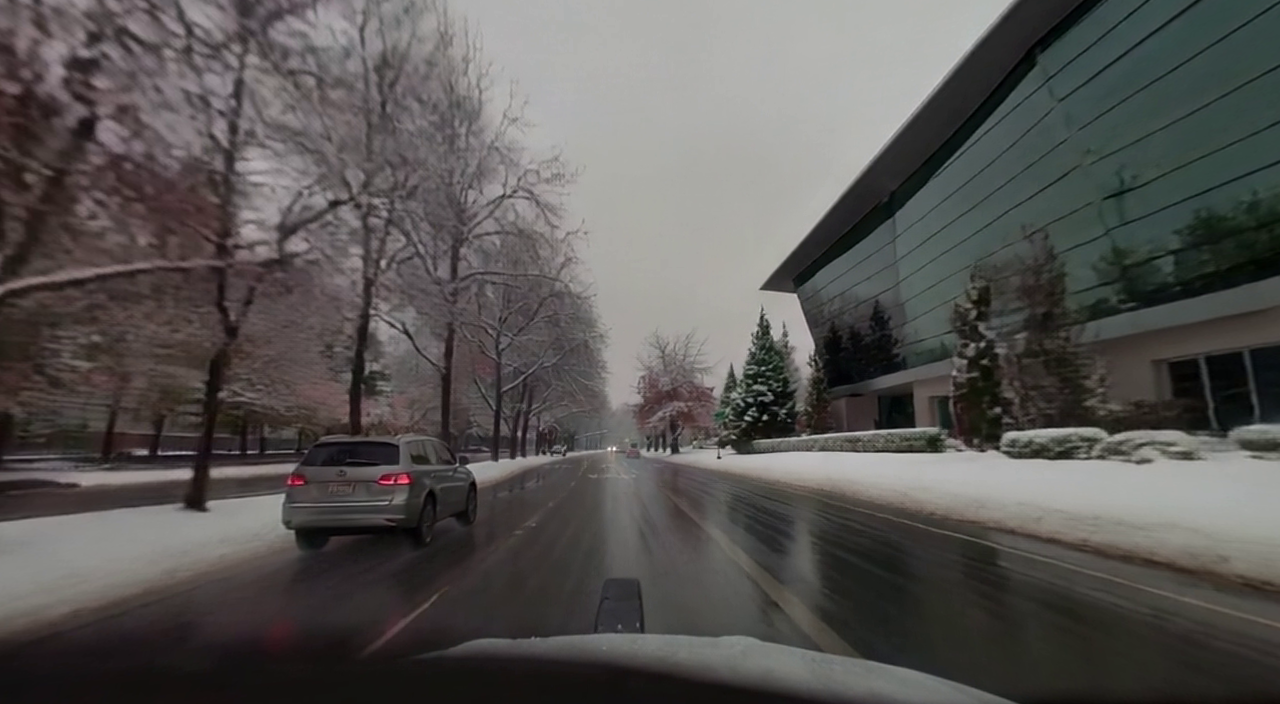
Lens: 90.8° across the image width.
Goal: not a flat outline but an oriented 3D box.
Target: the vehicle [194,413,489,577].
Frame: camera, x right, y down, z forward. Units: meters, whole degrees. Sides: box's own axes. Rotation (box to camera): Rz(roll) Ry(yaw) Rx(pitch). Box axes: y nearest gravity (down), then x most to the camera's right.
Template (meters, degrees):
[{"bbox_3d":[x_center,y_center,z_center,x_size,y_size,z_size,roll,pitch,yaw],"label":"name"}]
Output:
[{"bbox_3d":[-3.665,1.837,8.953,2.067,1.700,4.561,0,-9,-2],"label":"vehicle"}]
